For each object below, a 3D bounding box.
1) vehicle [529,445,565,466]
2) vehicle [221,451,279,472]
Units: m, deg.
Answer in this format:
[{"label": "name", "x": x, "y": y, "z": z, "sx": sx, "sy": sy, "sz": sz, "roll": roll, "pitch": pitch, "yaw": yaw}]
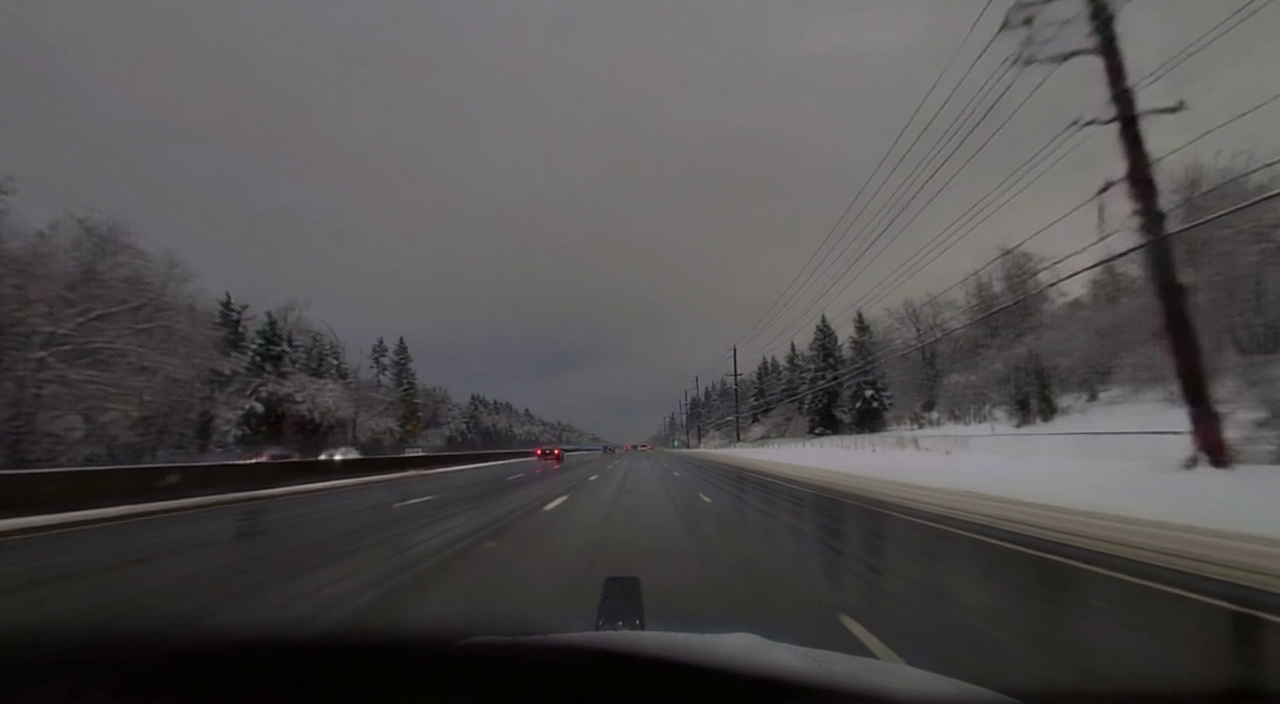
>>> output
[{"label": "vehicle", "x": -7.102, "y": 7.953, "z": 48.580, "sx": 2.034, "sy": 1.563, "sz": 4.476, "roll": 0, "pitch": -9, "yaw": 0}, {"label": "vehicle", "x": -30.531, "y": 8.538, "z": 49.399, "sx": 1.825, "sy": 1.542, "sz": 4.241, "roll": 0, "pitch": -9, "yaw": -1}]
